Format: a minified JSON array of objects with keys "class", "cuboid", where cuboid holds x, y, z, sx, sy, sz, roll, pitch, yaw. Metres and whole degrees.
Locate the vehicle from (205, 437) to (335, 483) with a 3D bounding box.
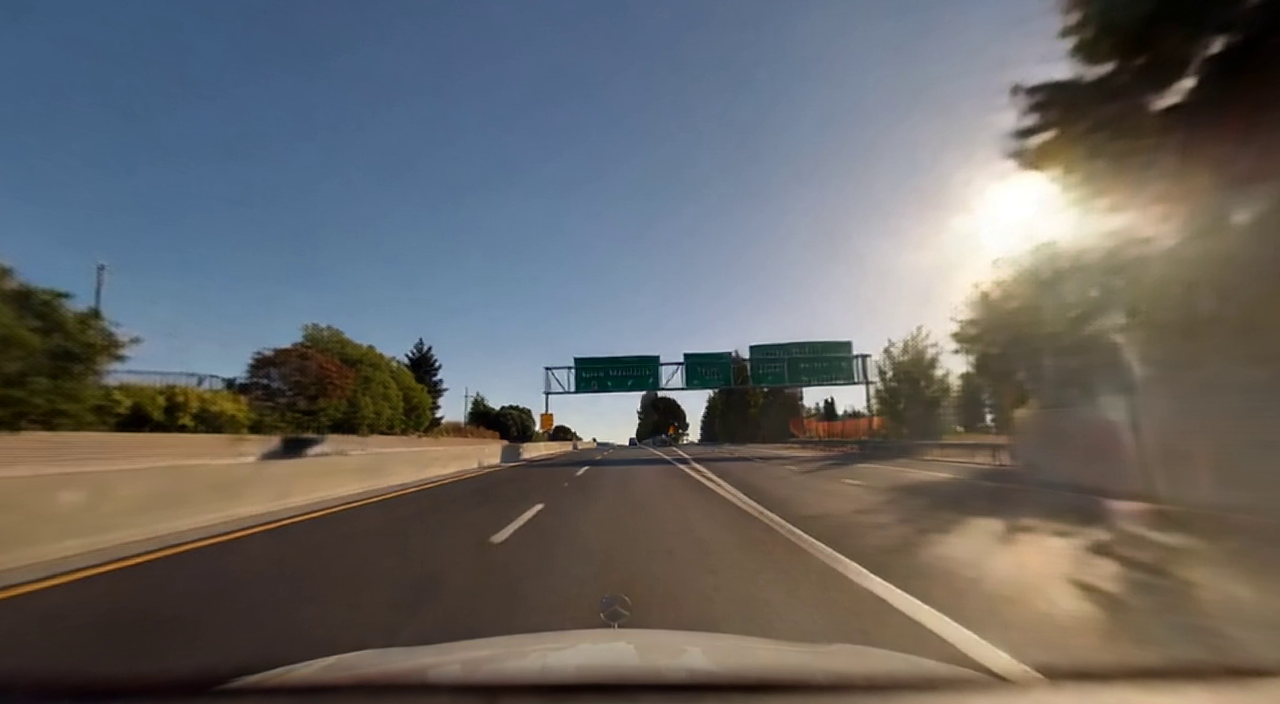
[{"class":"vehicle","cuboid":[-13.163,3.823,22.827,1.966,1.437,4.663,1,-8,-1]}]
